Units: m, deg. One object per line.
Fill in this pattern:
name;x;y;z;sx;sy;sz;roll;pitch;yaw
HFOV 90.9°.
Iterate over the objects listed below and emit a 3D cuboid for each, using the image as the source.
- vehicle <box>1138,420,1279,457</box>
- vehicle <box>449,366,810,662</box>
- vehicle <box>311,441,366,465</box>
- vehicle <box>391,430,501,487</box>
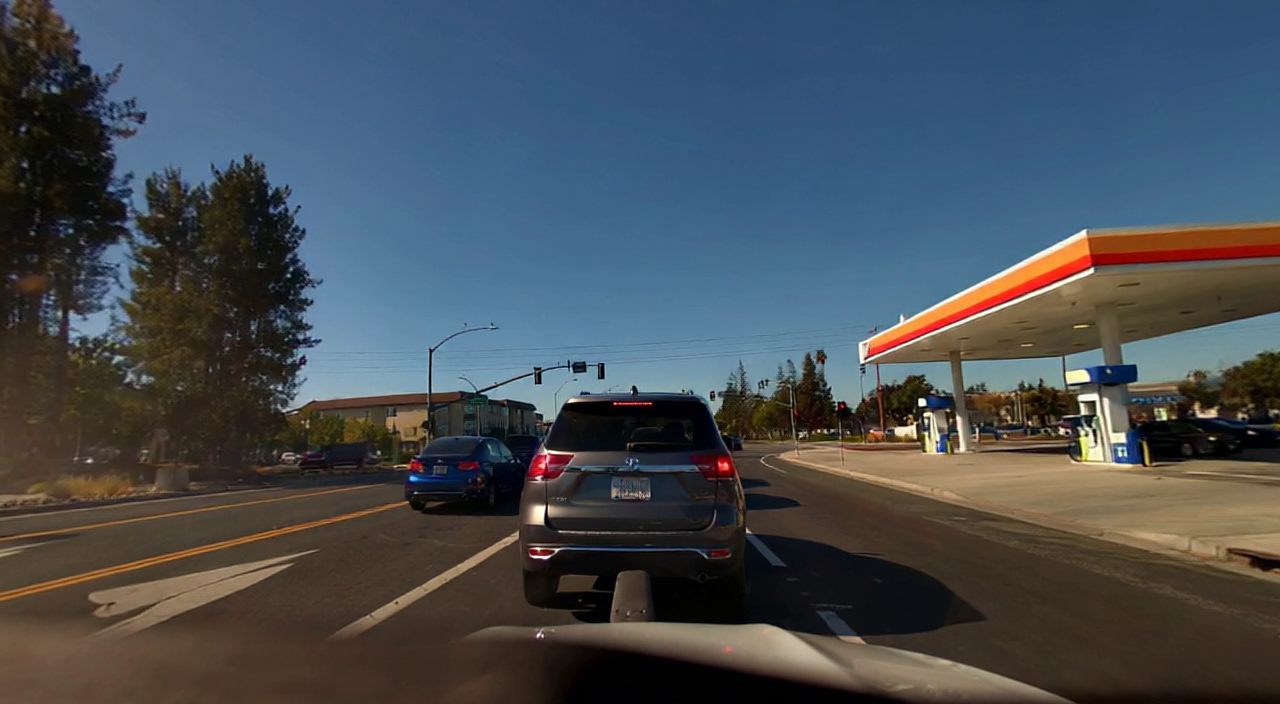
vehicle;25.966;3.967;28.776;4.551;1.616;1.973;-2;-9;11
vehicle;0.014;1.319;6.145;2.236;1.819;4.291;-1;-9;3
vehicle;-23.318;7.806;48.920;1.988;1.741;4.522;0;-9;0
vehicle;-6.632;3.708;22.200;2.065;1.753;4.525;-1;-9;6
